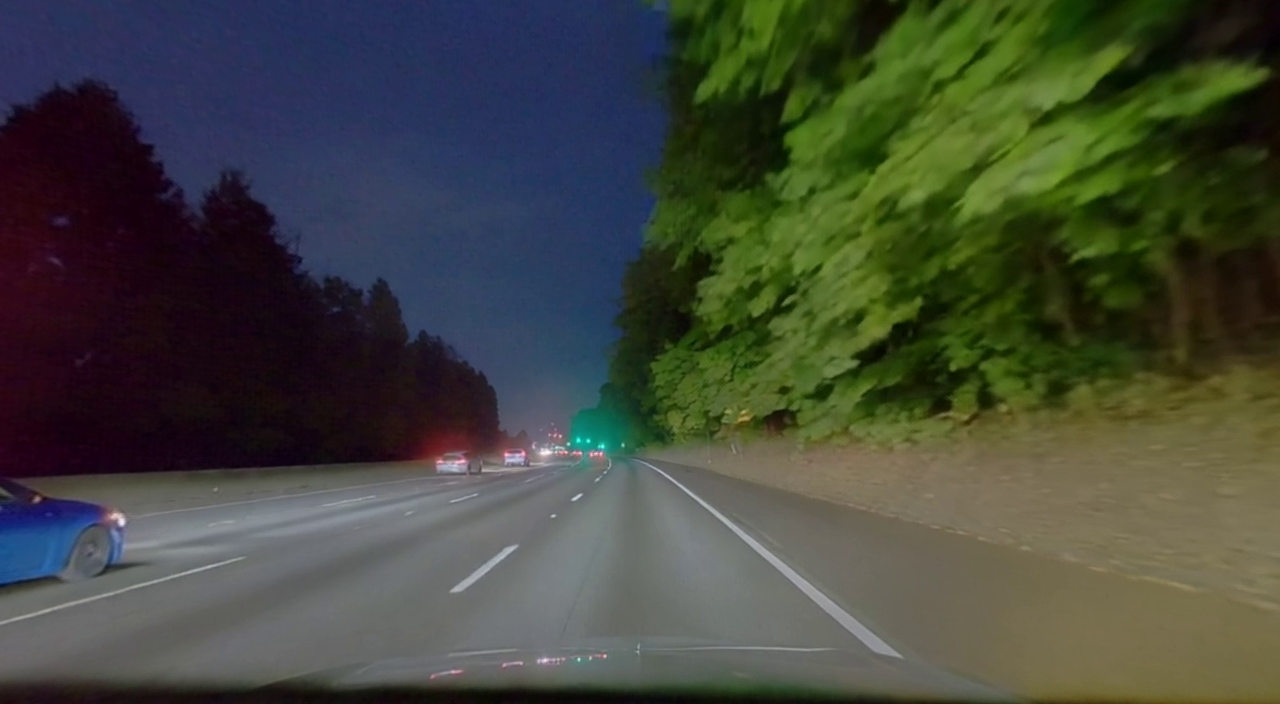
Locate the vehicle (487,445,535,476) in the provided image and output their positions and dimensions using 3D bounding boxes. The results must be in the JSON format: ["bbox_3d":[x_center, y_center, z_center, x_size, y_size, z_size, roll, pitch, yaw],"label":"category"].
[{"bbox_3d":[-7.609,6.444,37.653,2.060,1.680,4.255,0,-9,-2],"label":"vehicle"}]

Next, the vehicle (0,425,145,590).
[{"bbox_3d":[-7.290,1.406,5.423,2.133,1.586,4.869,0,-9,-1],"label":"vehicle"}]

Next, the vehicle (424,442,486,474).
[{"bbox_3d":[-11.837,6.804,40.707,2.425,1.926,5.584,0,-9,-2],"label":"vehicle"}]
